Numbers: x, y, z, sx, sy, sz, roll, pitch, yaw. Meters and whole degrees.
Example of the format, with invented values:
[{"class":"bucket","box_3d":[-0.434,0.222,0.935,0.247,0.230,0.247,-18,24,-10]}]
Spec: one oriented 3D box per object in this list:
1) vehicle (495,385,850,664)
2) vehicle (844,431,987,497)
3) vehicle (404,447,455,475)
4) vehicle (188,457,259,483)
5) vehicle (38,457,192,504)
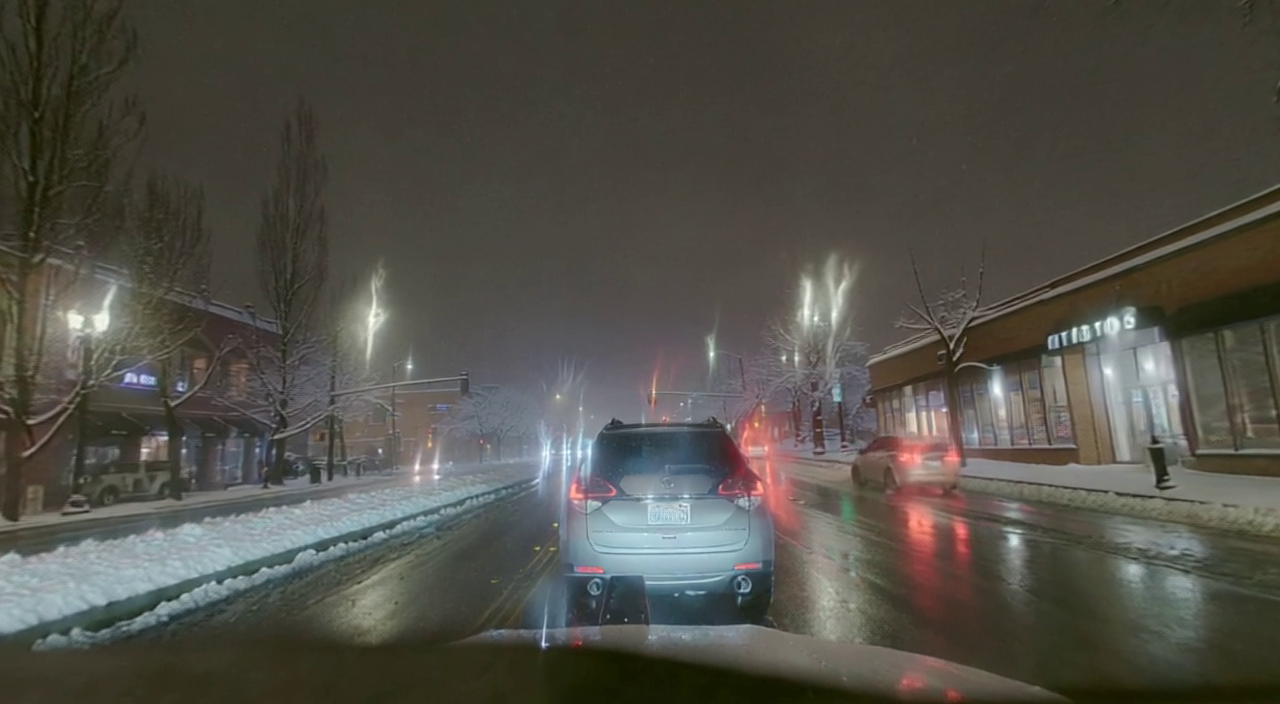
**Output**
[{"class":"vehicle","box_3d":[0.197,1.320,5.806,2.125,1.669,3.880,0,-8,0]},{"class":"vehicle","box_3d":[7.050,2.898,16.675,1.900,1.507,4.151,0,-8,0]},{"class":"vehicle","box_3d":[-13.650,7.070,41.114,1.965,1.695,4.284,0,-8,-2]},{"class":"vehicle","box_3d":[-27.900,7.877,42.376,1.861,1.578,4.152,0,-8,1]},{"class":"vehicle","box_3d":[-21.358,5.215,25.958,4.608,1.659,1.981,6,-10,-34]}]
